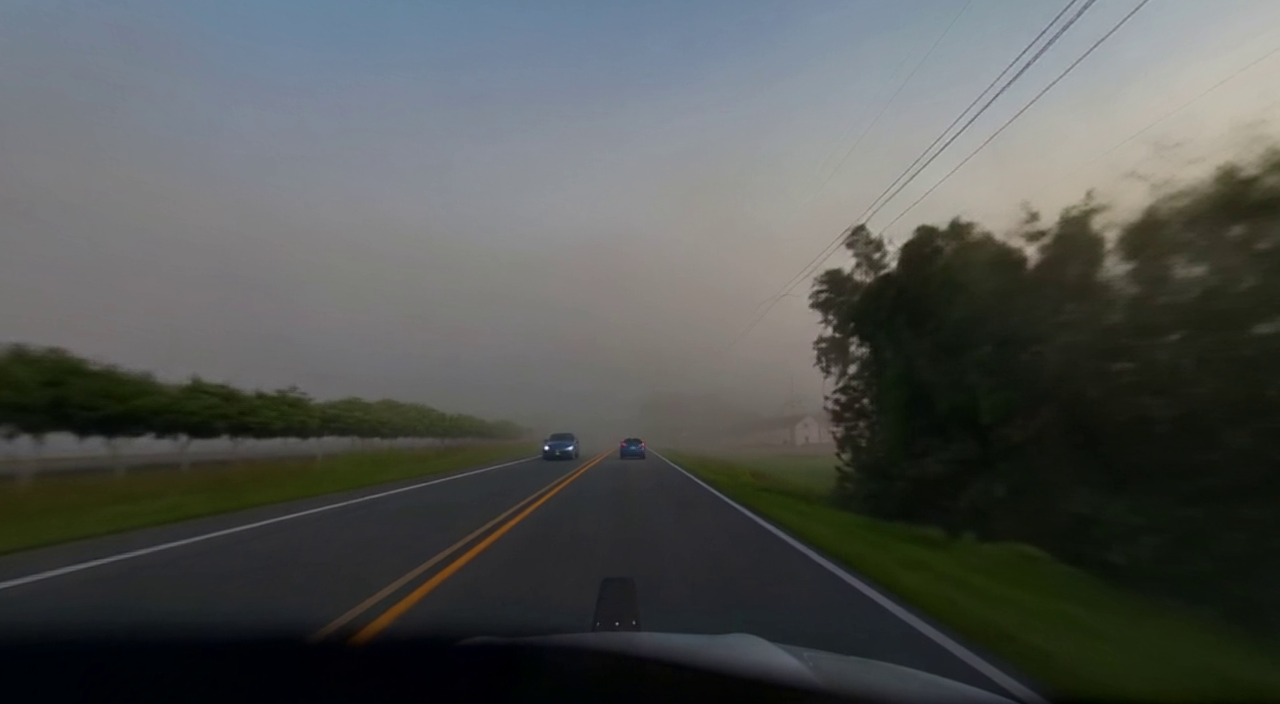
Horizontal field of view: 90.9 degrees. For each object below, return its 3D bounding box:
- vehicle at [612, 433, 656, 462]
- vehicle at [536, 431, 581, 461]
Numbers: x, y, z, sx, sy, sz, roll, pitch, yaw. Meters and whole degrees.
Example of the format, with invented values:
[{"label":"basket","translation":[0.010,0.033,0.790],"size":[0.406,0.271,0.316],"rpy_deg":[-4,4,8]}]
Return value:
[{"label":"vehicle","translation":[-0.319,5.101,33.830],"size":[2.241,1.471,3.829],"rpy_deg":[0,-8,-1]},{"label":"vehicle","translation":[-4.567,5.291,35.822],"size":[2.079,1.591,3.951],"rpy_deg":[0,-8,-1]}]
